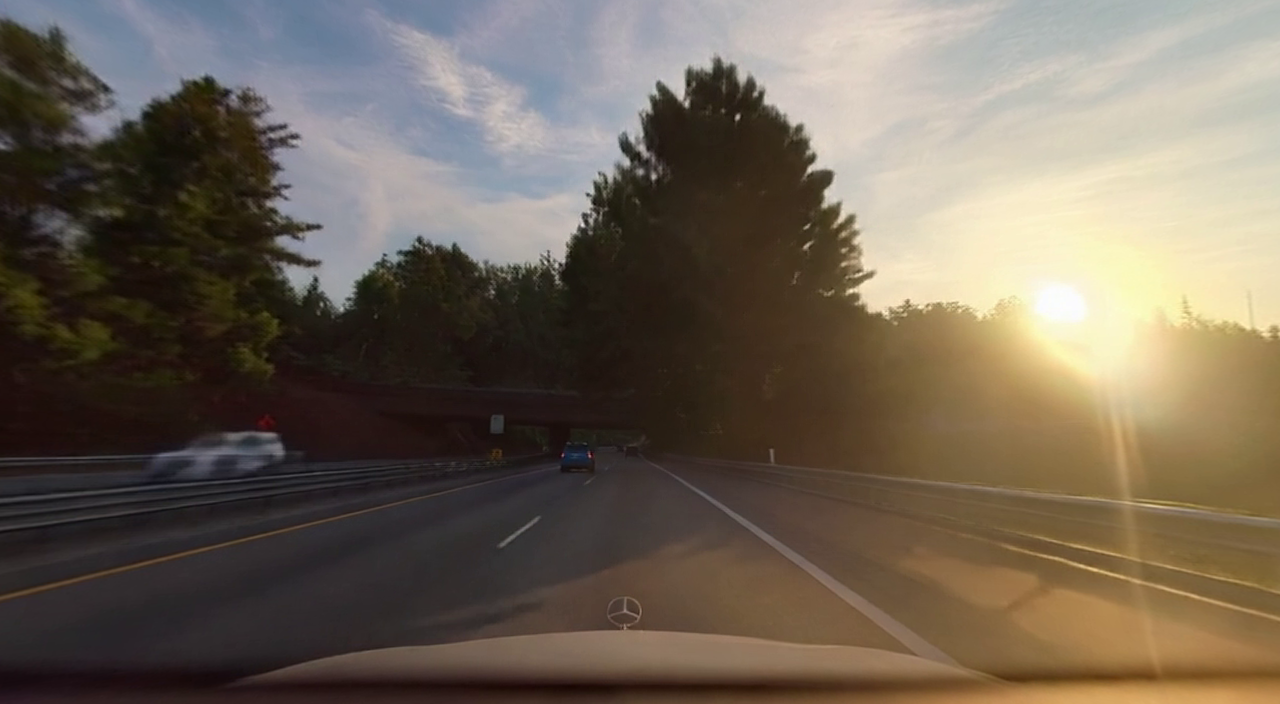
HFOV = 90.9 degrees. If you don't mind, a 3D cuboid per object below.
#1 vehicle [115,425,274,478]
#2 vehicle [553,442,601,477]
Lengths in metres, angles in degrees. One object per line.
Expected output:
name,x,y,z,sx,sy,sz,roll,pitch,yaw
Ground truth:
vehicle,-13.662,3.105,19.740,1.754,1.456,4.409,0,-9,0
vehicle,-3.324,5.798,34.204,2.135,1.755,4.476,0,-9,0
